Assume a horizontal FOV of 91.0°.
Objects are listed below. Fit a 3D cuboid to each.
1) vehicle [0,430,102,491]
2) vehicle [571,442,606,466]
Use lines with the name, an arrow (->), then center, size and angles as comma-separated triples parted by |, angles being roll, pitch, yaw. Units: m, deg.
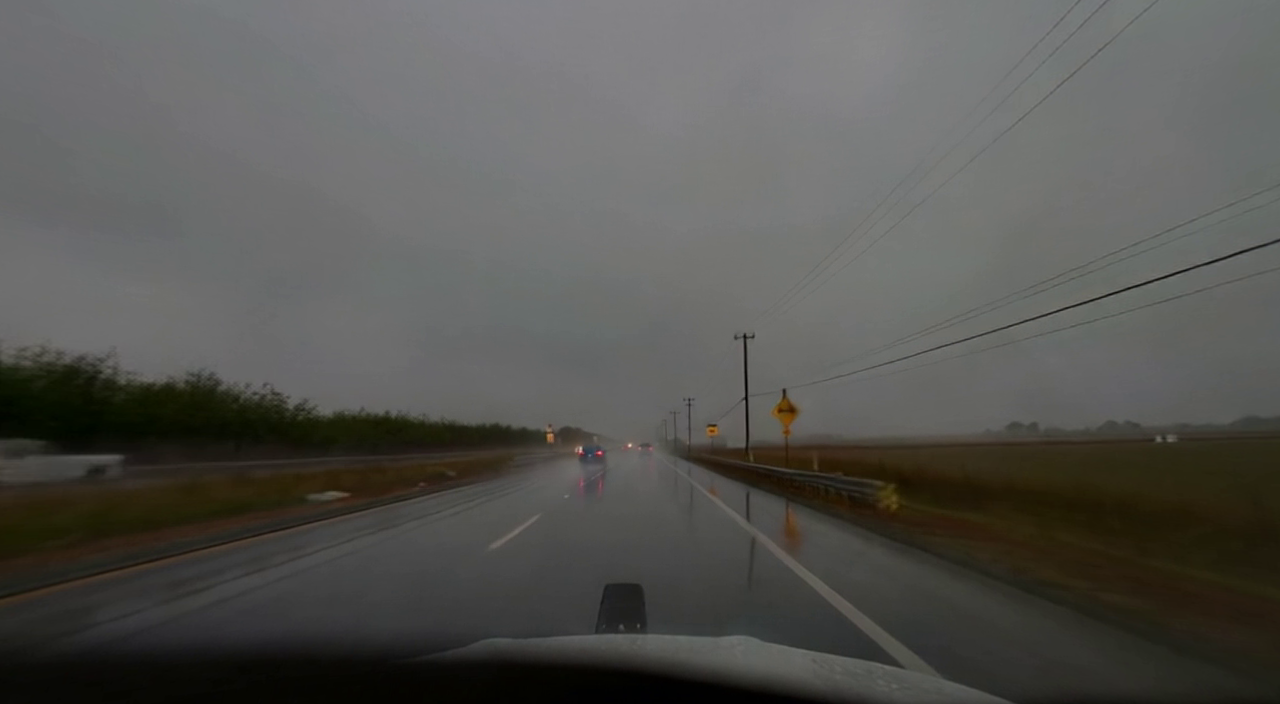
vehicle -> -21.381, 3.507, 20.341 | 2.445, 1.917, 6.250 | 0, -9, 0
vehicle -> -3.572, 7.259, 44.807 | 2.120, 1.597, 4.810 | 0, -9, 0
